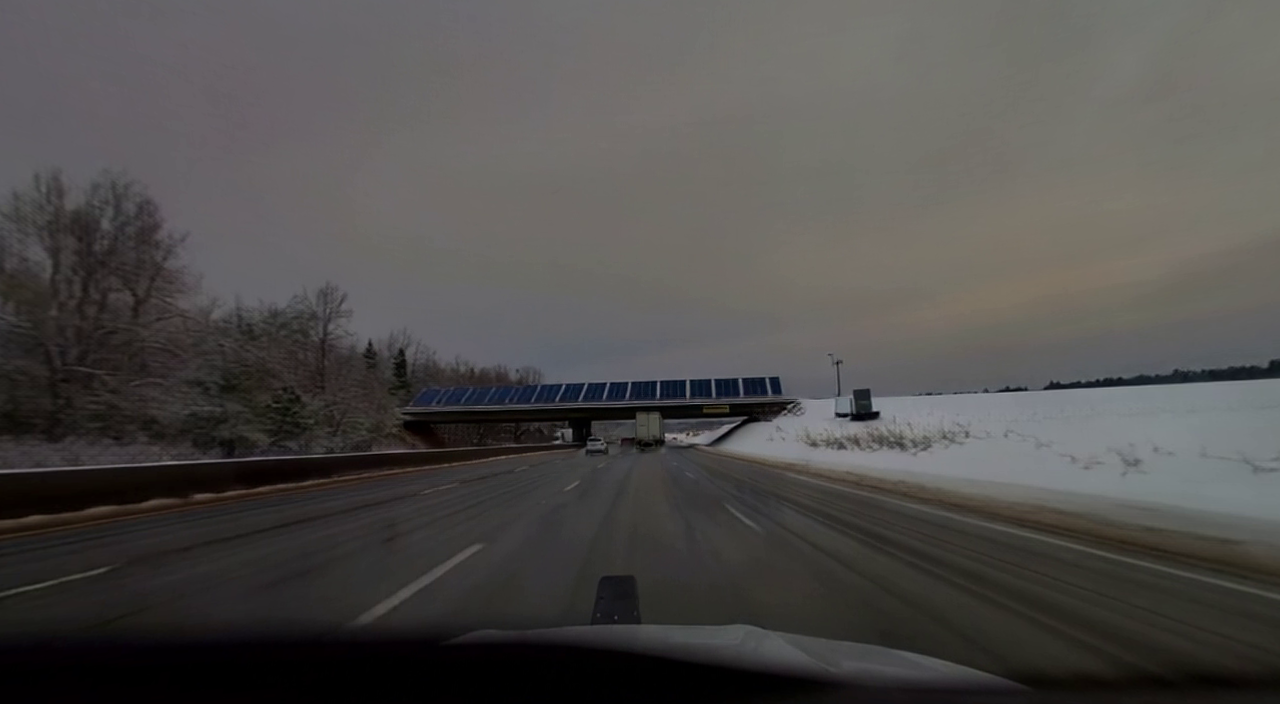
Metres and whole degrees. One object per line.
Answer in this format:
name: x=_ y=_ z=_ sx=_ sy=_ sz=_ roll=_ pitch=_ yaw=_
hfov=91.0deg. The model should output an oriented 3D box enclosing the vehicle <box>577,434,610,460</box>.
vehicle: x=-3.627 y=7.526 z=49.979 sx=2.130 sy=1.935 sz=4.817 roll=-1 pitch=-8 yaw=1
